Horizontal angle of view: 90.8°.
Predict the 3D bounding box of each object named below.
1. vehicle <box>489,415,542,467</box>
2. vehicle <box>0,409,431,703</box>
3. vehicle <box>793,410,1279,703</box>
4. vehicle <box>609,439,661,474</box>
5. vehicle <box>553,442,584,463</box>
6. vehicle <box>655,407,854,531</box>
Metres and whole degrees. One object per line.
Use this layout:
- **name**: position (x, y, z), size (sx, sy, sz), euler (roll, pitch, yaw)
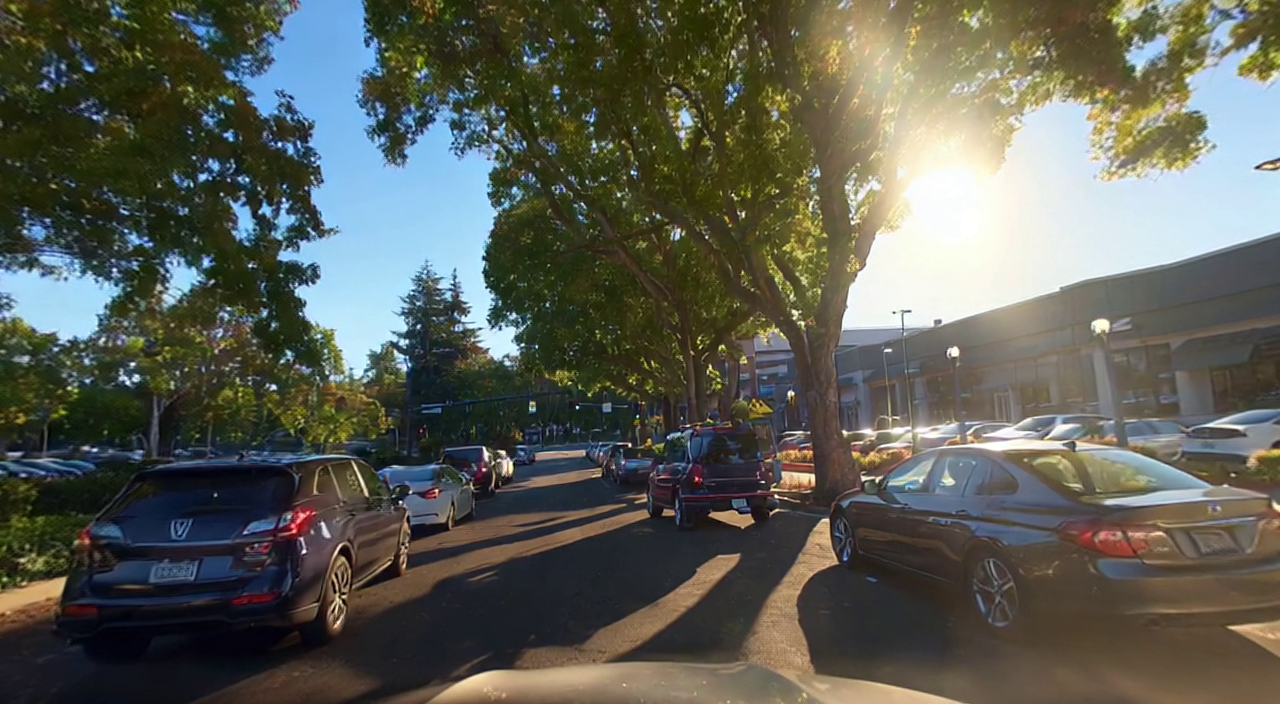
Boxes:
- **vehicle**: position (-8.485, 6.216, 43.930), size (2.820, 3.263, 7.986), euler (1, -8, -6)
- **vehicle**: position (-2.894, 1.339, 5.109), size (1.968, 1.497, 4.286), euler (2, -9, -15)
- **vehicle**: position (3.155, 1.401, 5.624), size (1.904, 1.494, 4.864), euler (1, -8, -6)
- **vehicle**: position (-0.317, 4.789, 29.179), size (1.910, 1.493, 4.490), euler (1, -8, -7)
- **vehicle**: position (-5.274, 7.359, 46.508), size (2.095, 1.473, 4.301), euler (1, -8, -7)
- **vehicle**: position (1.902, 2.254, 12.842), size (2.324, 1.907, 5.634), euler (1, -8, -7)
